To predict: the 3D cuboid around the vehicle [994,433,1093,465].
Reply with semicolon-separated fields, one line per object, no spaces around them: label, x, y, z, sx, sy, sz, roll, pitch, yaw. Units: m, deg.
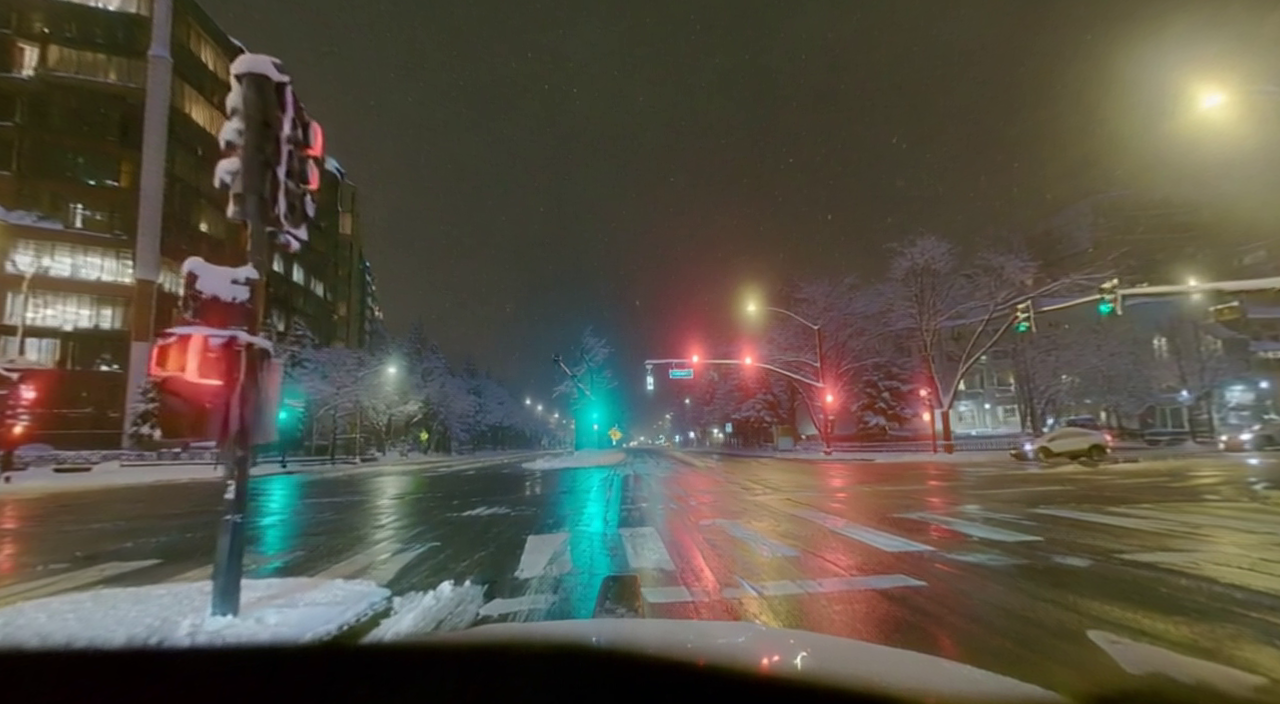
vehicle;22.029;5.298;34.391;4.769;1.634;1.884;3;-9;-18
